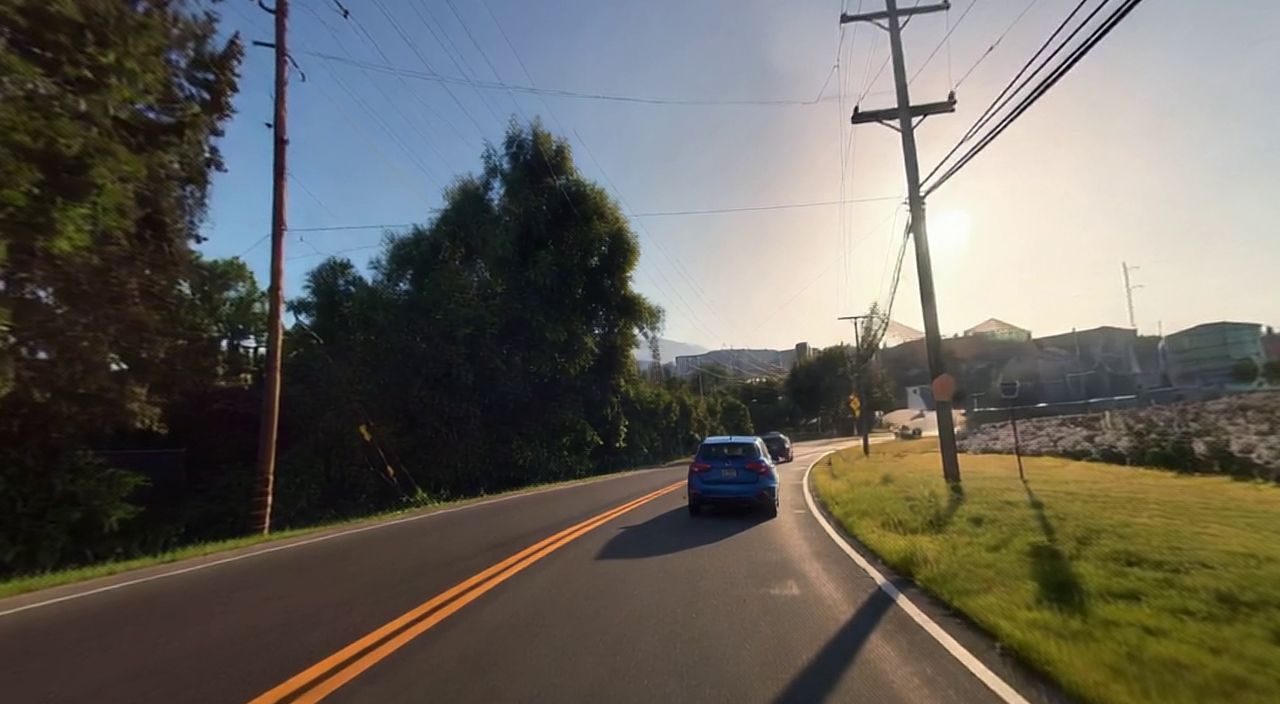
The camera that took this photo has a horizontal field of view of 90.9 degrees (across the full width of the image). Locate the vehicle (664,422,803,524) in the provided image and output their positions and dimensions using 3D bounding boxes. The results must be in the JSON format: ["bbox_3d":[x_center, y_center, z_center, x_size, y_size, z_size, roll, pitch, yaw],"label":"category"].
[{"bbox_3d":[1.799,2.217,12.085,2.157,1.565,4.243,-1,-9,9],"label":"vehicle"}]
